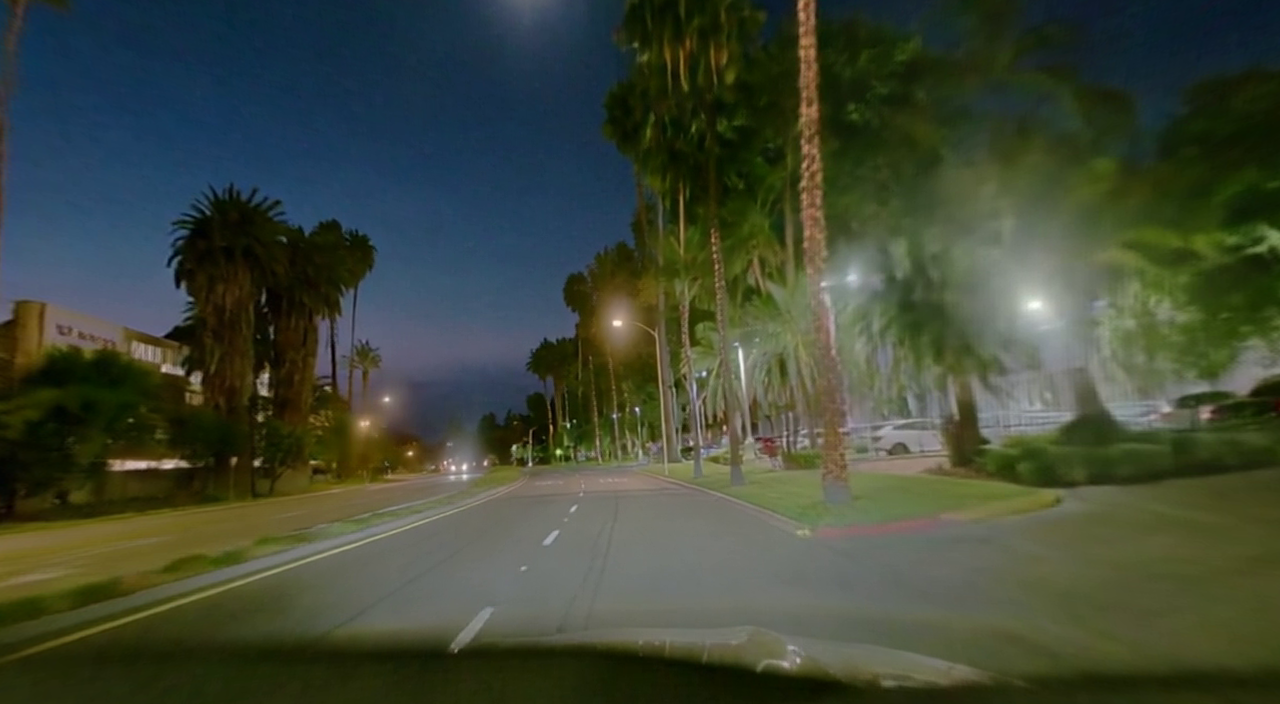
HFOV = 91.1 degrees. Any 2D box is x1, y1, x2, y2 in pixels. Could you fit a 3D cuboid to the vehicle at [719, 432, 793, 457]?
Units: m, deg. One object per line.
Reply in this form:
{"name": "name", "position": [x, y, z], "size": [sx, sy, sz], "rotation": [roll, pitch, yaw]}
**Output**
{"name": "vehicle", "position": [7.954, 6.388, 43.414], "size": [4.636, 1.695, 2.025], "rotation": [1, -9, -5]}

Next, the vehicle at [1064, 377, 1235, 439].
{"name": "vehicle", "position": [19.738, 2.249, 24.585], "size": [2.002, 1.686, 4.537], "rotation": [-2, -12, -27]}

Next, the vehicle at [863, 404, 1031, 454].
{"name": "vehicle", "position": [10.527, 2.692, 21.830], "size": [4.671, 1.630, 2.200], "rotation": [0, -9, 0]}
